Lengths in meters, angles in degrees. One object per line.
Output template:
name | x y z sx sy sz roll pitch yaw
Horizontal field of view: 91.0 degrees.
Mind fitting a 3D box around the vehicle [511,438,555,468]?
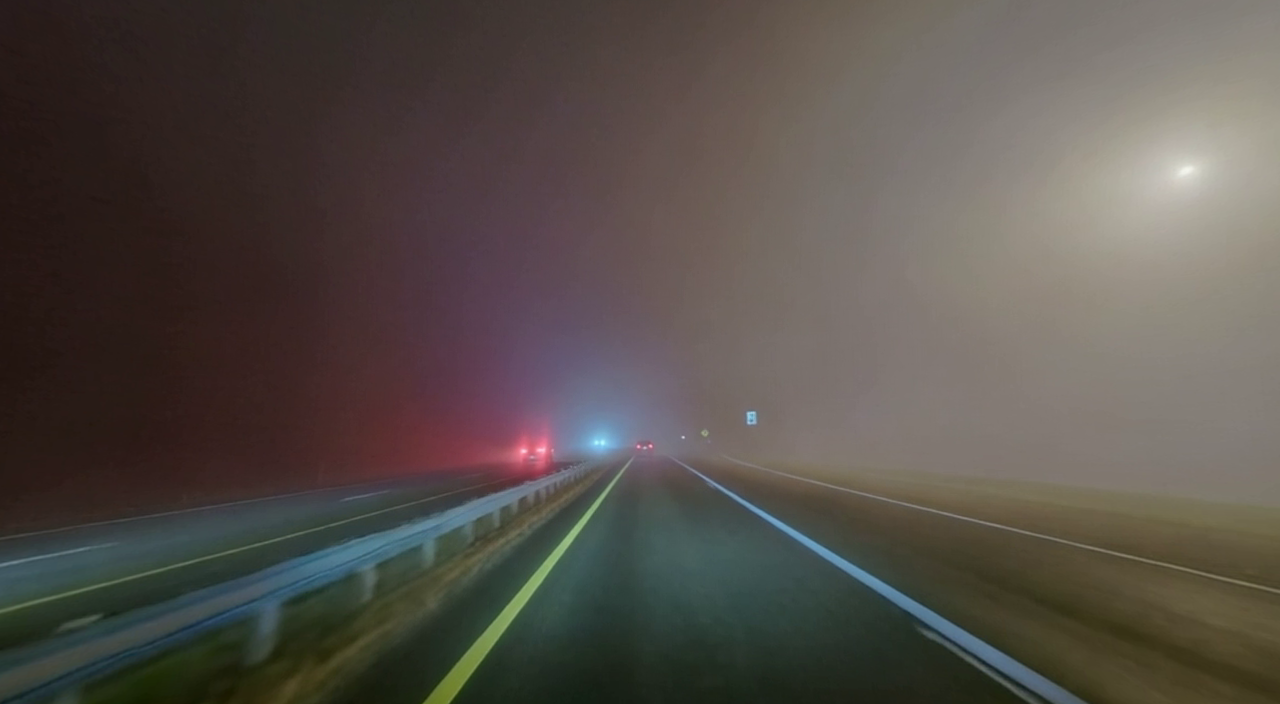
vehicle | -6.973 6.620 41.459 2.068 1.897 4.372 0 -8 2

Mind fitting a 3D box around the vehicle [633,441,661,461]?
vehicle | 0.494 7.599 48.556 2.061 1.469 3.782 0 -8 0
